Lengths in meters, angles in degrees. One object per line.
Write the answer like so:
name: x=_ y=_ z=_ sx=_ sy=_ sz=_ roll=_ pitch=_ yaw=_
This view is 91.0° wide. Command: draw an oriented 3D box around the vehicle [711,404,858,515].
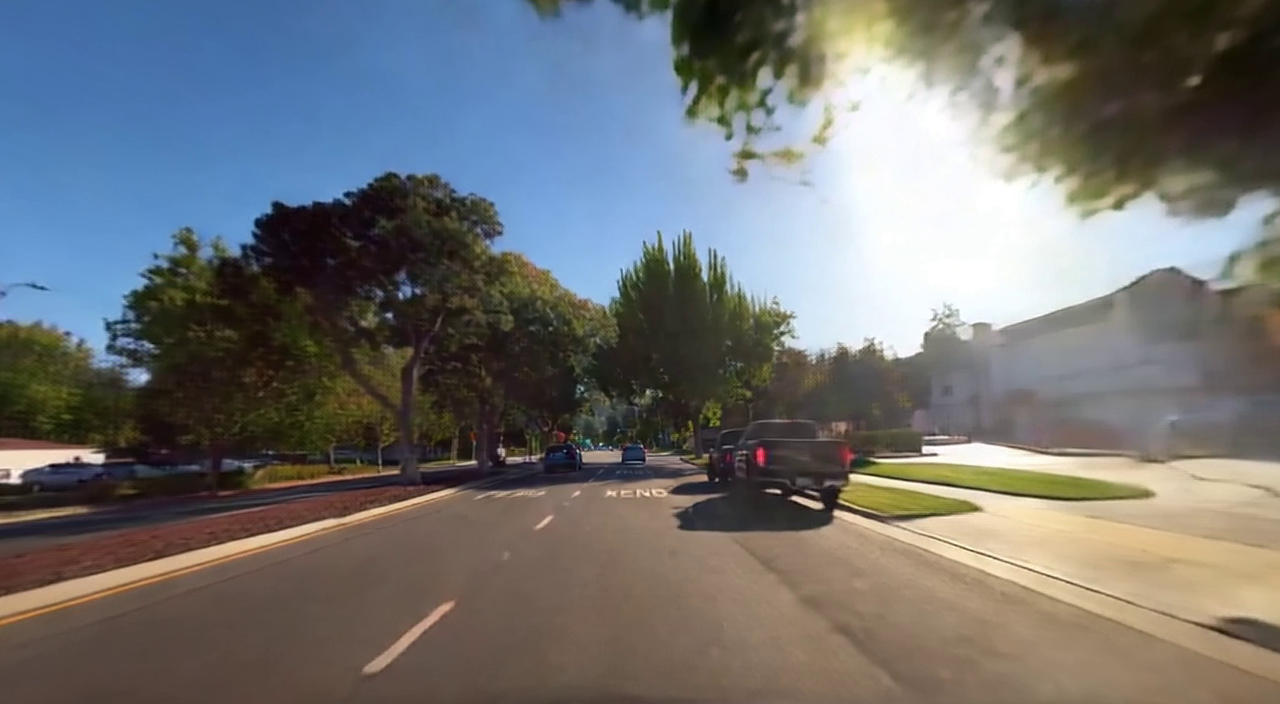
vehicle: x=2.986 y=2.389 z=14.465 sx=2.072 sy=2.017 sz=5.590 roll=0 pitch=-8 yaw=0

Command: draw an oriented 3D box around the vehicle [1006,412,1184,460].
vehicle: x=15.766 y=2.985 z=22.135 sx=1.881 sy=1.477 sz=4.617 roll=4 pitch=-9 yaw=-27

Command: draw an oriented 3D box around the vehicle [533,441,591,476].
vehicle: x=-3.493 y=4.848 z=28.986 sx=2.083 sy=1.460 sz=4.527 roll=0 pitch=-8 yaw=0

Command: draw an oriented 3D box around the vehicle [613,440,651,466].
vehicle: x=-0.482 y=6.192 z=38.825 sx=2.187 sy=1.478 sz=4.138 roll=0 pitch=-8 yaw=-1

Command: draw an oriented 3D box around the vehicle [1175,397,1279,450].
vehicle: x=21.988 y=2.505 z=21.837 sx=2.031 sy=1.732 sz=4.653 roll=4 pitch=-9 yaw=-24
